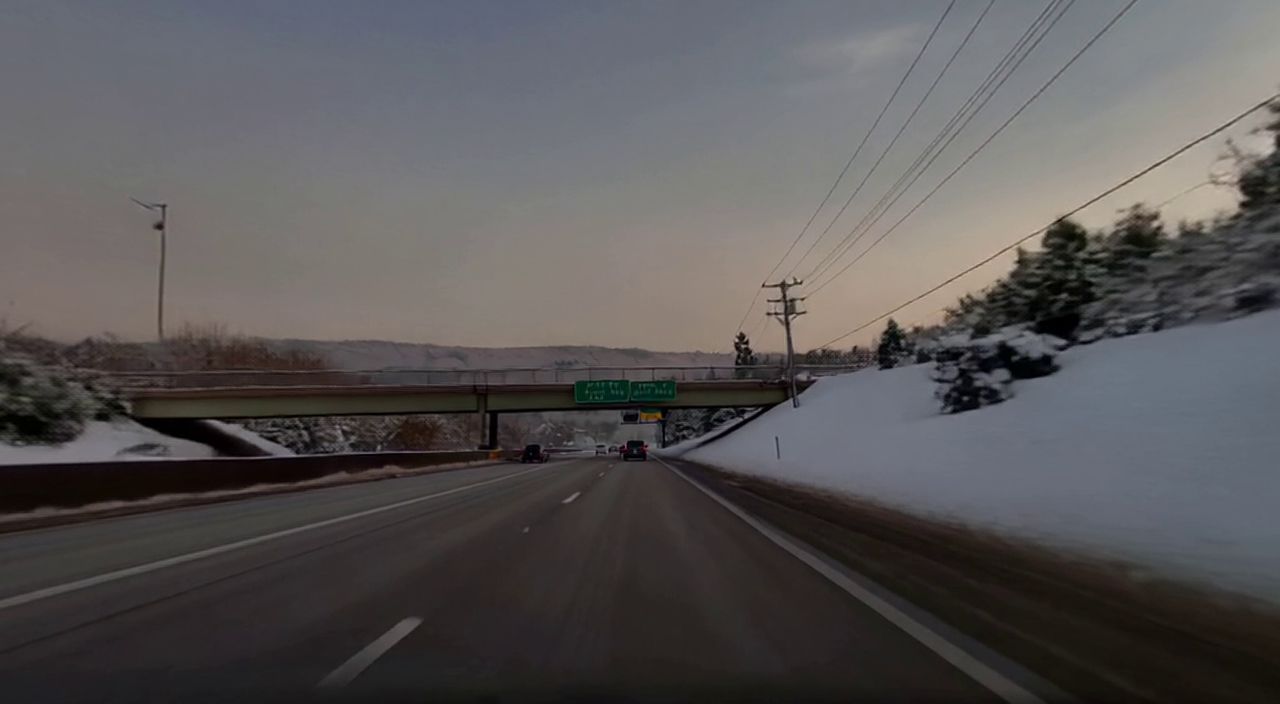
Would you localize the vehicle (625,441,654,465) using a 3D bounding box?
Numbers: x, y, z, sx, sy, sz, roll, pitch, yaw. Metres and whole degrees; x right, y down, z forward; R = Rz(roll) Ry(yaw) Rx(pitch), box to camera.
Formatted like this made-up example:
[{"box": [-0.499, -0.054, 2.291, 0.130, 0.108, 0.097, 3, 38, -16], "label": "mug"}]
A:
[{"box": [-0.042, 7.434, 46.685, 2.063, 1.715, 4.299, 0, -8, 0], "label": "vehicle"}]

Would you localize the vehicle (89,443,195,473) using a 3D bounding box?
[{"box": [-35.683, 7.578, 45.573, 2.391, 1.995, 6.473, 0, -8, 0], "label": "vehicle"}]

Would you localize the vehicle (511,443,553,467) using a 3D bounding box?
[{"box": [-7.343, 7.025, 43.363, 2.077, 1.511, 4.323, 0, -8, 1], "label": "vehicle"}]
